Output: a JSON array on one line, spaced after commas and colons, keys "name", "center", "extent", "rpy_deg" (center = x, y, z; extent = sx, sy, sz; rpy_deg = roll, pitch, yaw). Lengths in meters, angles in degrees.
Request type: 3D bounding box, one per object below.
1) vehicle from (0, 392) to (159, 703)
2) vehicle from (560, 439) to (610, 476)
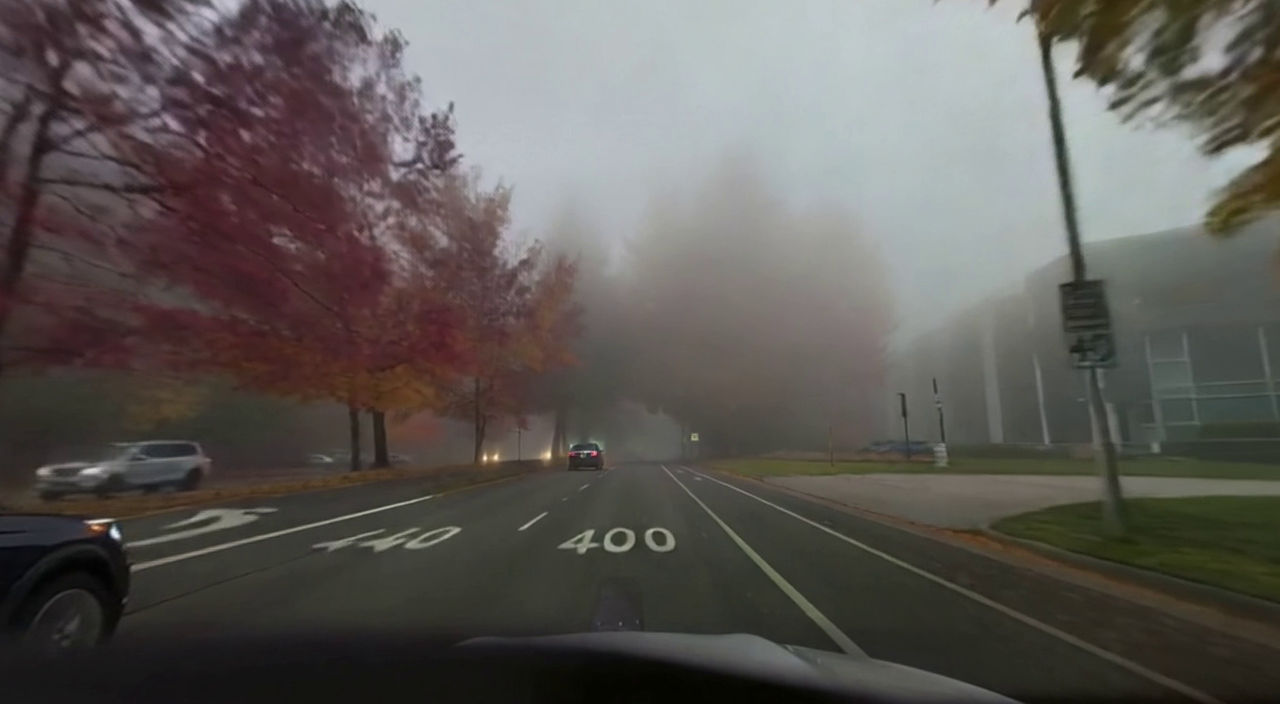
[{"name": "vehicle", "center": [-3.778, 0.740, 1.424], "extent": [1.923, 1.528, 4.309], "rpy_deg": [0, -9, 0]}, {"name": "vehicle", "center": [-2.853, 5.617, 33.730], "extent": [2.112, 1.779, 4.489], "rpy_deg": [0, -9, 2]}]
